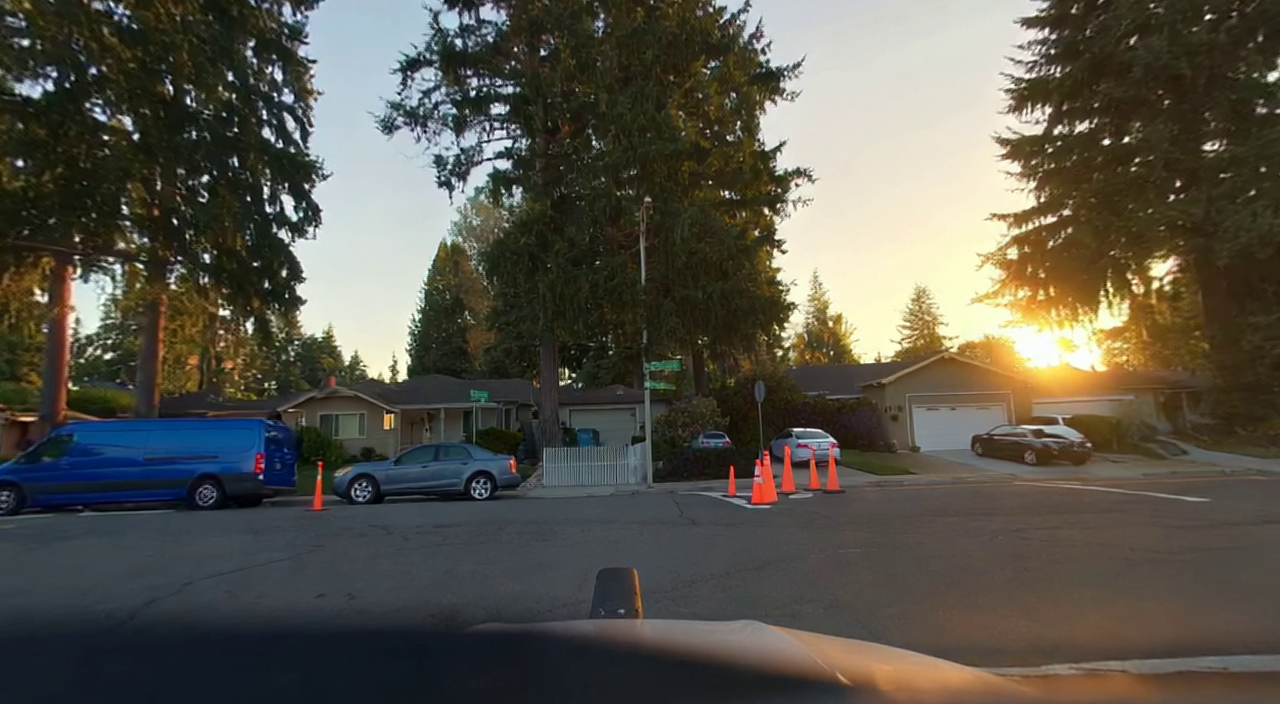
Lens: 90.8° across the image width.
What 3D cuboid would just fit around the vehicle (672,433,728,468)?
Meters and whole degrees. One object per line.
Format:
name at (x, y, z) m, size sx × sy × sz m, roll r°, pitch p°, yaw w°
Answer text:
vehicle at (2.614, 4.437, 28.590) m, size 1.745 × 1.461 × 4.074 m, roll 1°, pitch -9°, yaw -6°

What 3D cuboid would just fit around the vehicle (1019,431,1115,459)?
vehicle at (22.779, 4.992, 33.773) m, size 3.863 × 1.453 × 1.826 m, roll 1°, pitch -9°, yaw -5°

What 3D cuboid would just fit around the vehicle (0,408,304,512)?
vehicle at (-14.100, 3.024, 17.625) m, size 7.824 × 2.323 × 2.863 m, roll -3°, pitch -10°, yaw -2°

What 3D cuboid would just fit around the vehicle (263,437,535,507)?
vehicle at (-6.499, 3.367, 18.084) m, size 6.643 × 1.777 × 2.925 m, roll 1°, pitch -9°, yaw -4°

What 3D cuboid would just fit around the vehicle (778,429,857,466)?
vehicle at (8.060, 4.401, 29.141) m, size 1.893 × 1.529 × 4.422 m, roll 1°, pitch -9°, yaw -7°

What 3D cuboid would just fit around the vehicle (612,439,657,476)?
vehicle at (-0.293, 4.672, 28.152) m, size 1.648 × 1.430 × 3.654 m, roll 4°, pitch -9°, yaw -4°

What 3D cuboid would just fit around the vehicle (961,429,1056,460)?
vehicle at (24.286, 6.083, 41.692) m, size 4.984 × 1.912 × 2.132 m, roll 1°, pitch -8°, yaw -6°

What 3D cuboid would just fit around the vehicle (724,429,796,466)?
vehicle at (5.347, 4.339, 28.698) m, size 2.007 × 1.555 × 4.204 m, roll 1°, pitch -9°, yaw -7°
